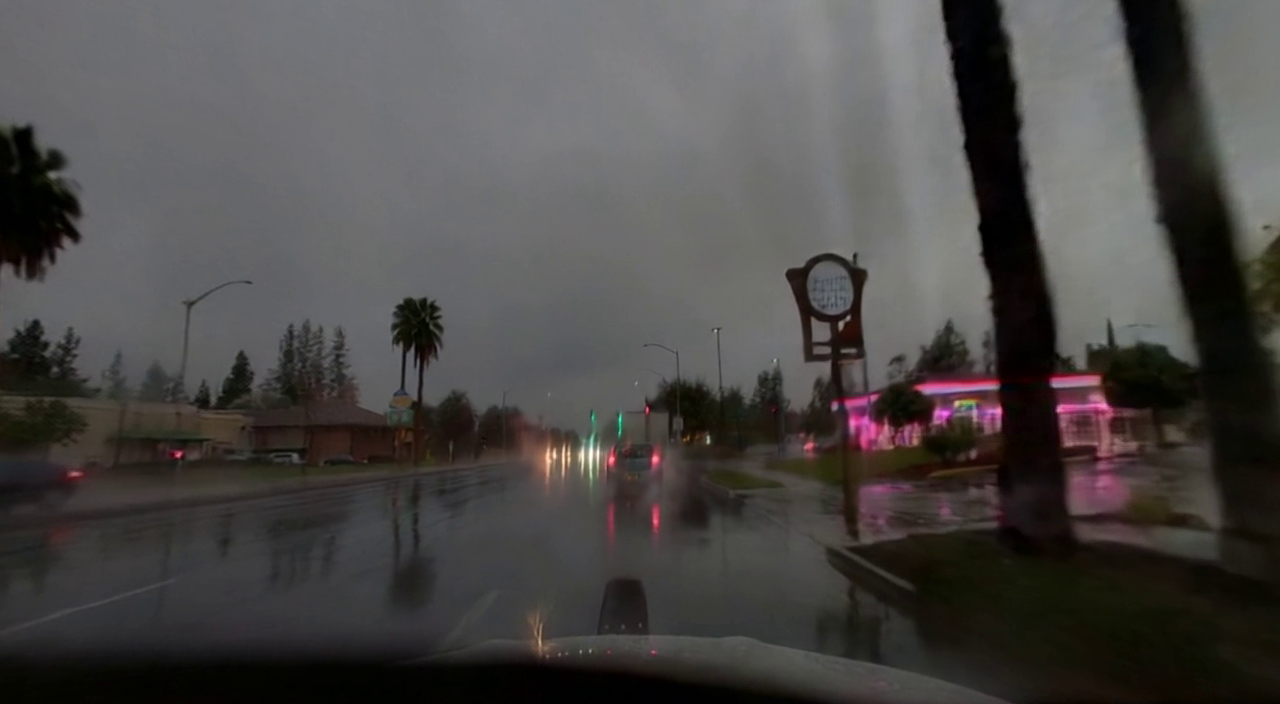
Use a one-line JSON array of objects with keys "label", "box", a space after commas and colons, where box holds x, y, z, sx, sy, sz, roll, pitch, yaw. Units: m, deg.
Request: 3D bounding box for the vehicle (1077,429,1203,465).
[{"label": "vehicle", "box": [22.479, 4.350, 28.507, 1.876, 1.482, 4.633, 0, -10, -1]}]

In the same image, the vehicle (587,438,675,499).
[{"label": "vehicle", "box": [-0.196, 3.176, 17.531, 2.145, 1.483, 4.453, 0, -9, 1]}]
